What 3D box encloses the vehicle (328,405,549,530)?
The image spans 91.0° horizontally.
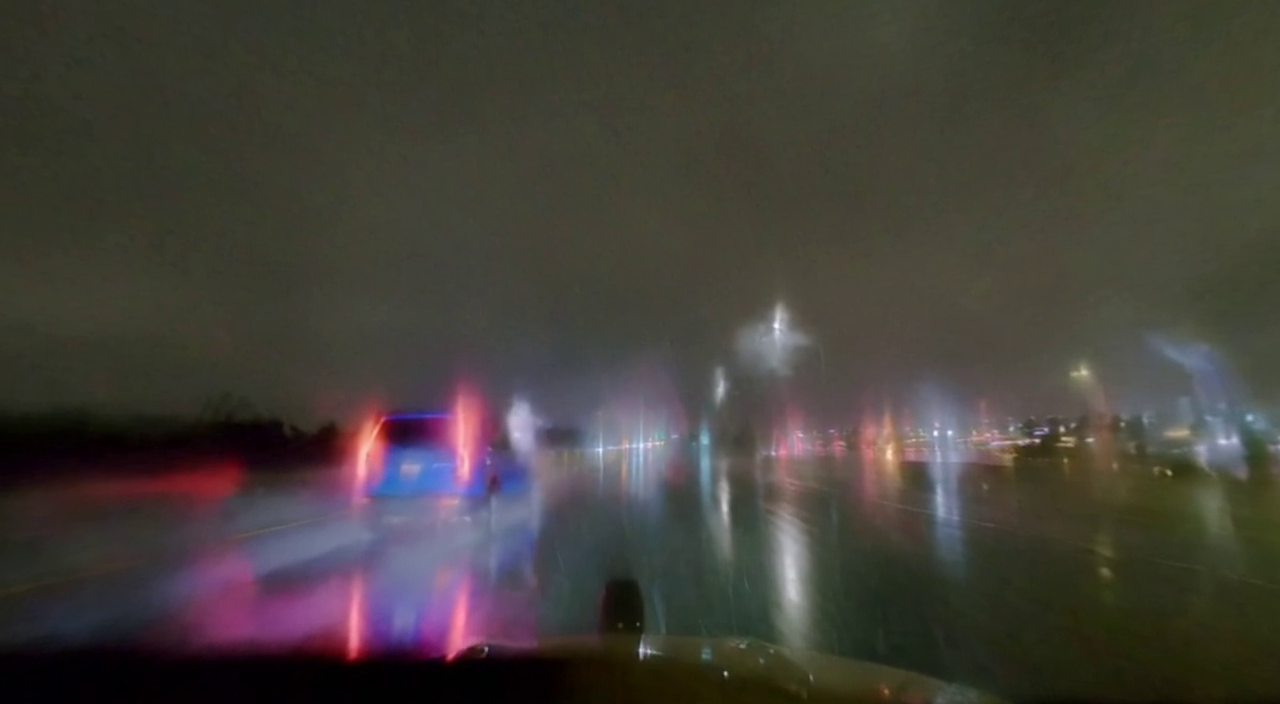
[{"bbox_3d":[-3.547,2.226,12.723,2.431,1.928,5.760,0,-9,1],"label":"vehicle"}]
